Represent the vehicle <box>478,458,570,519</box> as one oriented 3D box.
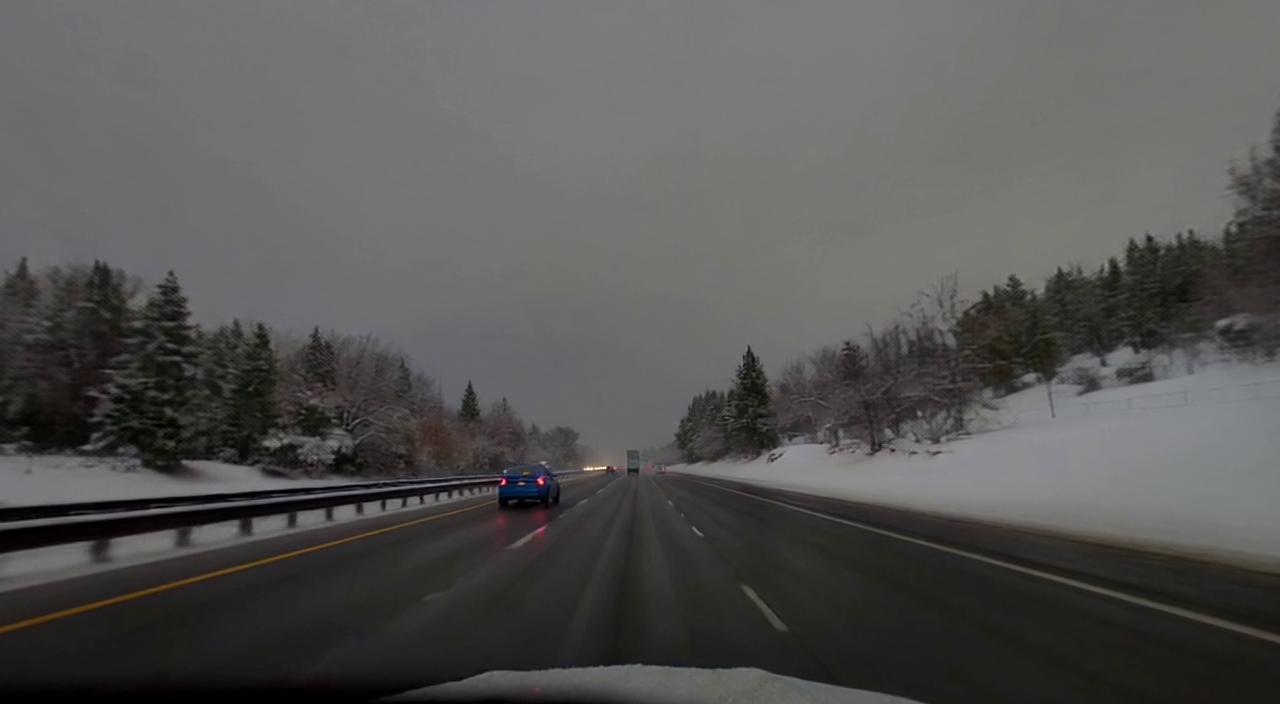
[{"bbox_3d":[-3.219,3.899,18.368,1.797,1.532,4.072,0,-10,1],"label":"vehicle"}]
